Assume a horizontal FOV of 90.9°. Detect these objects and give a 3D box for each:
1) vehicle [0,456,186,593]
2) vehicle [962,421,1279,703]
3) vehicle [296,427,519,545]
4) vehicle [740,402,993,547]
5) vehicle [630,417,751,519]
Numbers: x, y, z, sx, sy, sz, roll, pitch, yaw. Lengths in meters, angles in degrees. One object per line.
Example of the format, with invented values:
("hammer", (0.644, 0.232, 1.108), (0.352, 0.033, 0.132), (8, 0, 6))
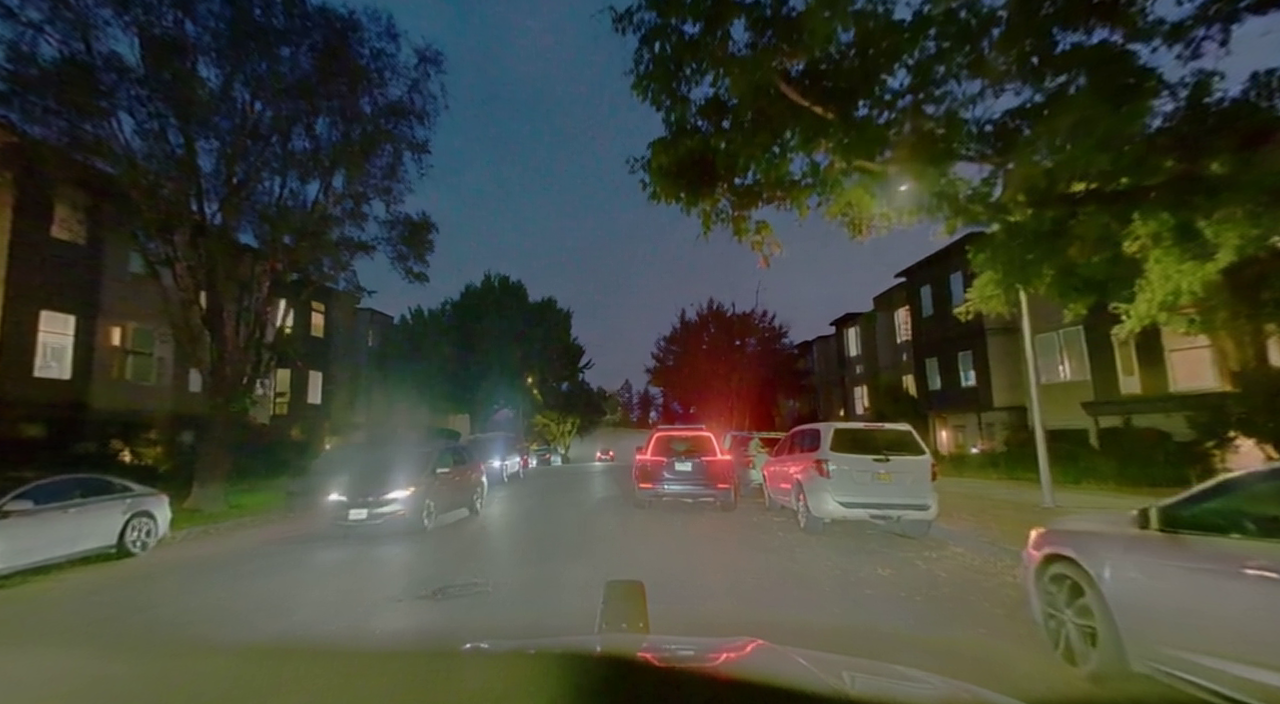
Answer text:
("vehicle", (-7.984, 2.122, 7.723), (1.859, 1.432, 4.315), (-5, -8, -3))
("vehicle", (3.450, 0.991, 2.588), (1.881, 1.403, 4.214), (0, -8, -2))
("vehicle", (-3.816, 2.255, 11.256), (2.018, 1.691, 3.995), (-2, -9, 8))
("vehicle", (3.262, 1.917, 10.557), (2.082, 1.799, 5.207), (0, -8, -3))
("vehicle", (0.862, 2.371, 13.441), (2.055, 1.717, 5.172), (0, -8, 0))
